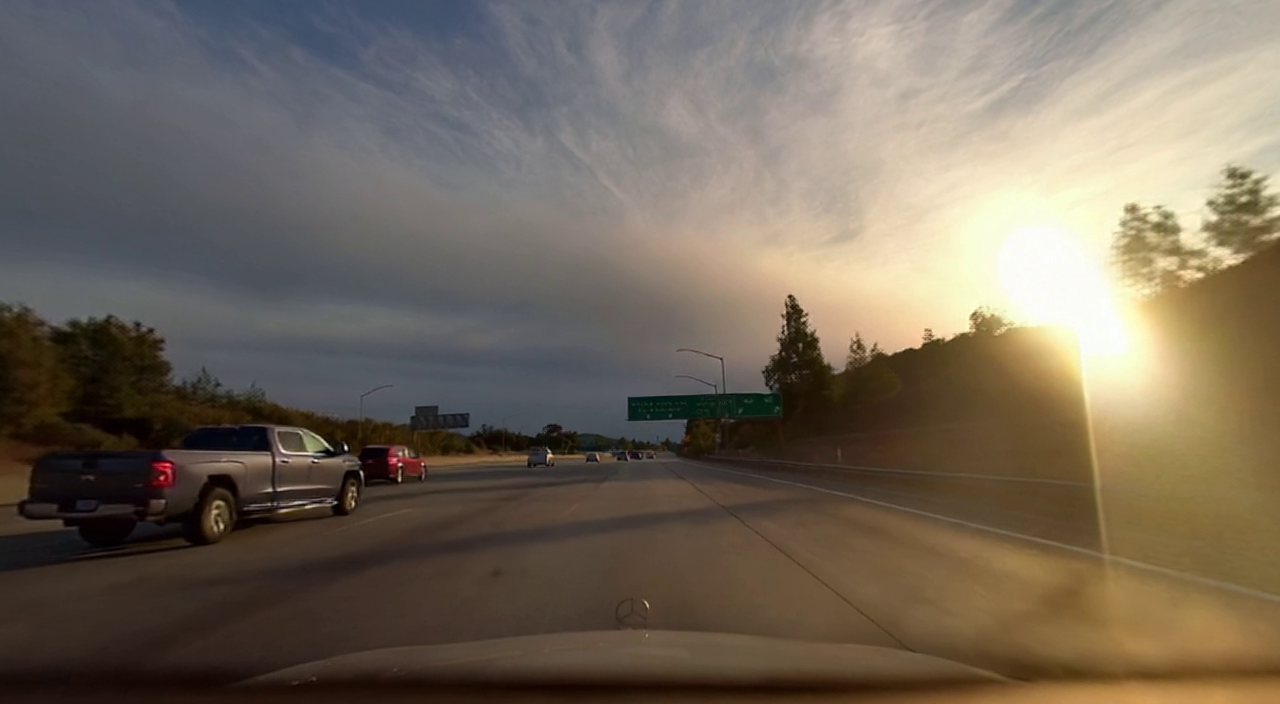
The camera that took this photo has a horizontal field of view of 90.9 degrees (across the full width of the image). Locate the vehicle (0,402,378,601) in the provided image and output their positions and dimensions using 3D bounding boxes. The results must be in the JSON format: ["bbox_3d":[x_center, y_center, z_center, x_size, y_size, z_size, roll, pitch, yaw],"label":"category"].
[{"bbox_3d":[-6.242,1.804,8.879,2.403,1.773,6.276,0,-8,0],"label":"vehicle"}]

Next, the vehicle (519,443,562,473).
[{"bbox_3d":[-6.162,6.594,39.610,2.009,1.735,4.358,0,-8,0],"label":"vehicle"}]

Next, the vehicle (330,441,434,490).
[{"bbox_3d":[-9.773,4.295,24.322,2.060,1.662,4.469,0,-8,1],"label":"vehicle"}]
